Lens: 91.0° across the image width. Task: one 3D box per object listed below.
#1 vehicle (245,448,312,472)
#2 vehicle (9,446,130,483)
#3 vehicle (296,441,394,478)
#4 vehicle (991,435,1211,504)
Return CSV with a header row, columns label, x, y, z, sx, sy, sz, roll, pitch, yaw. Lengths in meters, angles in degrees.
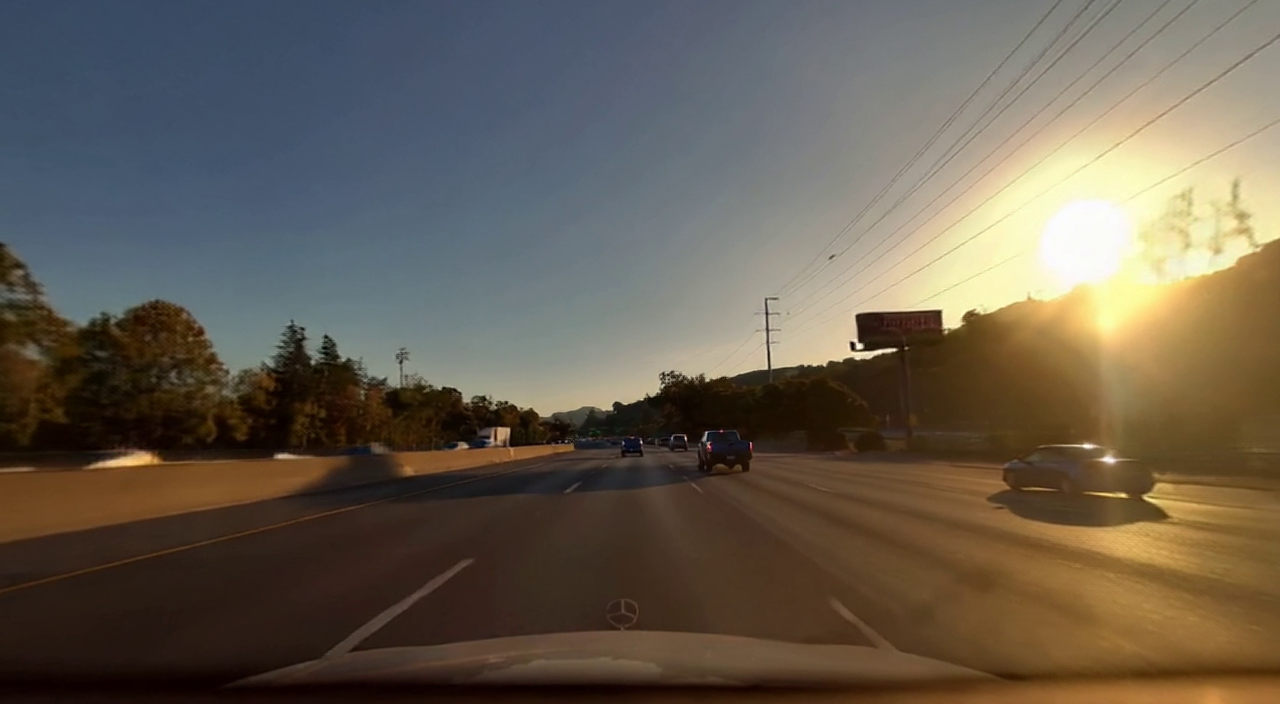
label,x,y,z,sx,sy,sz,roll,pitch,yaw
vehicle,-24.327,7.235,42.541,1.898,1.475,4.426,0,-8,0
vehicle,-30.153,5.930,33.518,2.005,1.758,4.615,0,-8,1
vehicle,-13.195,4.832,28.561,2.101,1.515,4.762,0,-8,0
vehicle,11.323,2.898,16.034,2.076,1.470,4.644,0,-8,0
